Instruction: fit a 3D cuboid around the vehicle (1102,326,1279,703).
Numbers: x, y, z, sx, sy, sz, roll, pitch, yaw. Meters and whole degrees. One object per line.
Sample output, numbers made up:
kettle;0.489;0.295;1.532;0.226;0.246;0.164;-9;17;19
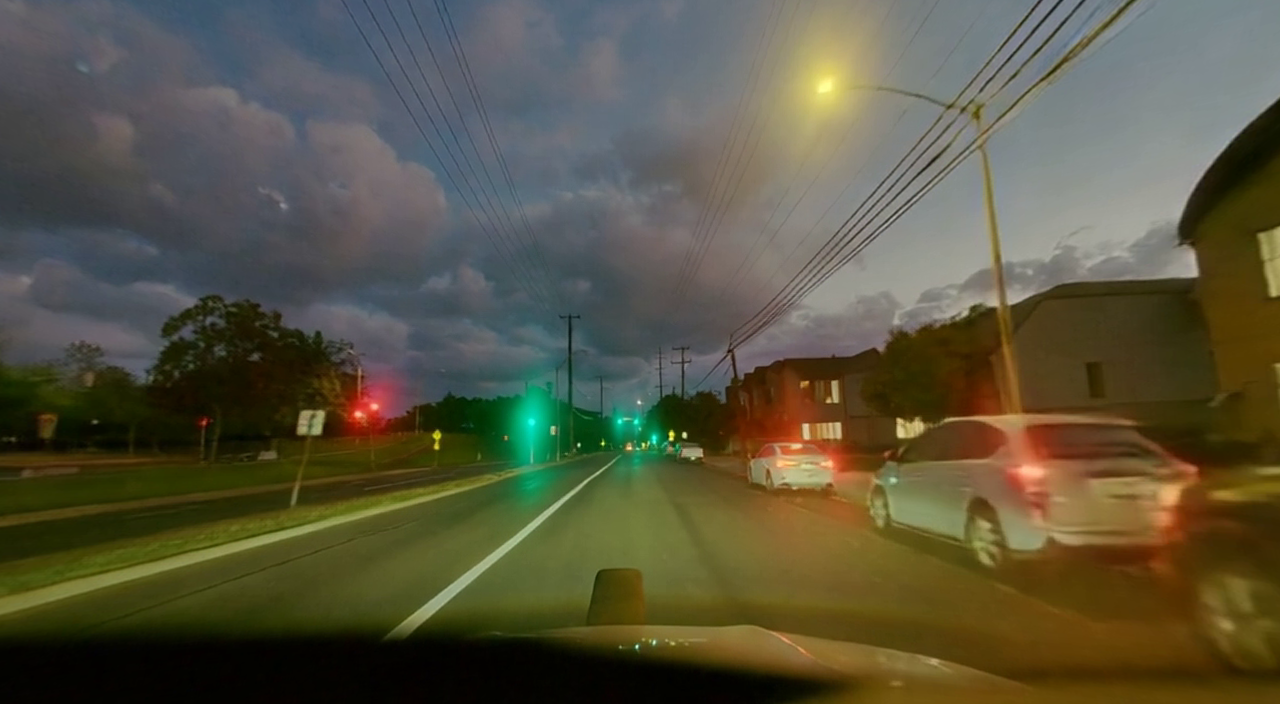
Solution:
vehicle;4.088;0.589;1.467;2.062;1.880;5.178;0;-9;0

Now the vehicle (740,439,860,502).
vehicle;4.041;3.072;16.855;1.994;1.422;4.595;0;-9;0

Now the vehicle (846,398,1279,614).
vehicle;4.057;1.500;7.073;1.898;1.625;4.414;0;-9;-1

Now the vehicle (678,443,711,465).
vehicle;3.789;7.194;44.830;1.785;1.441;4.458;0;-9;-2
